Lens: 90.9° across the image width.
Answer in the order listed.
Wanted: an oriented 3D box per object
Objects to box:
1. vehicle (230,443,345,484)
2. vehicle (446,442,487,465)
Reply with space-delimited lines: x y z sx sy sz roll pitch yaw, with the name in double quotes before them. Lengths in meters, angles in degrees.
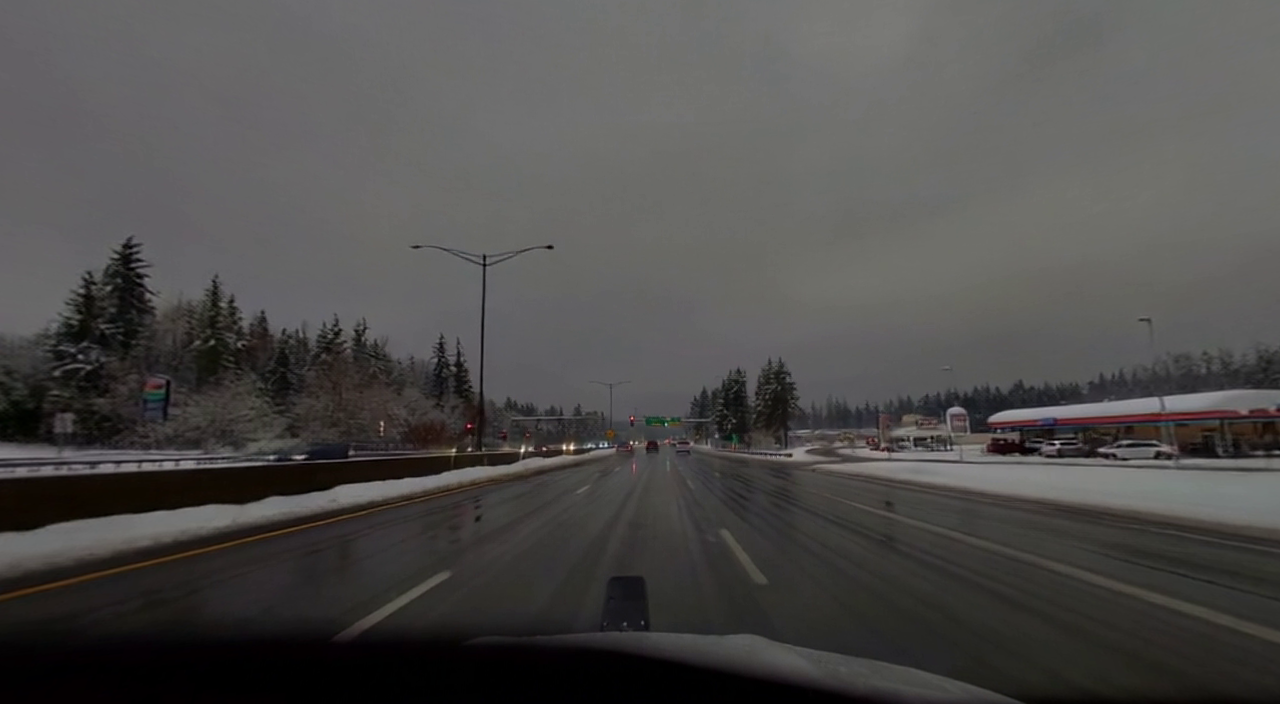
"vehicle" -13.965 4.400 25.333 1.807 1.477 4.491 -1 -8 3
"vehicle" -12.379 7.252 45.185 1.722 1.510 3.779 0 -8 3
